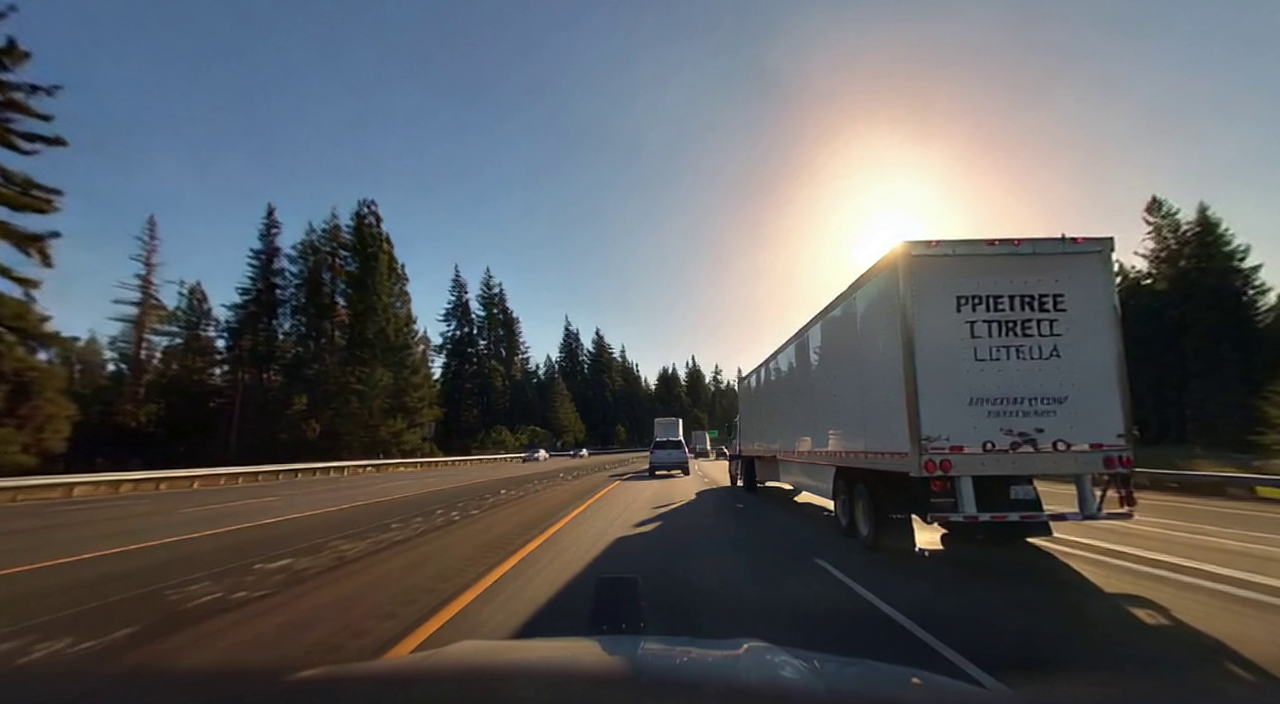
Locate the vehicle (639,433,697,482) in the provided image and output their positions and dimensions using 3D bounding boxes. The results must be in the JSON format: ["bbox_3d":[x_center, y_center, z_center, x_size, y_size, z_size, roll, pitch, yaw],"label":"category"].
[{"bbox_3d":[1.168,4.380,26.572,2.222,1.848,4.610,0,-8,3],"label":"vehicle"}]

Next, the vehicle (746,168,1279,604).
[{"bbox_3d":[5.048,1.422,14.260,2.899,4.160,16.621,0,-8,2],"label":"vehicle"}]
